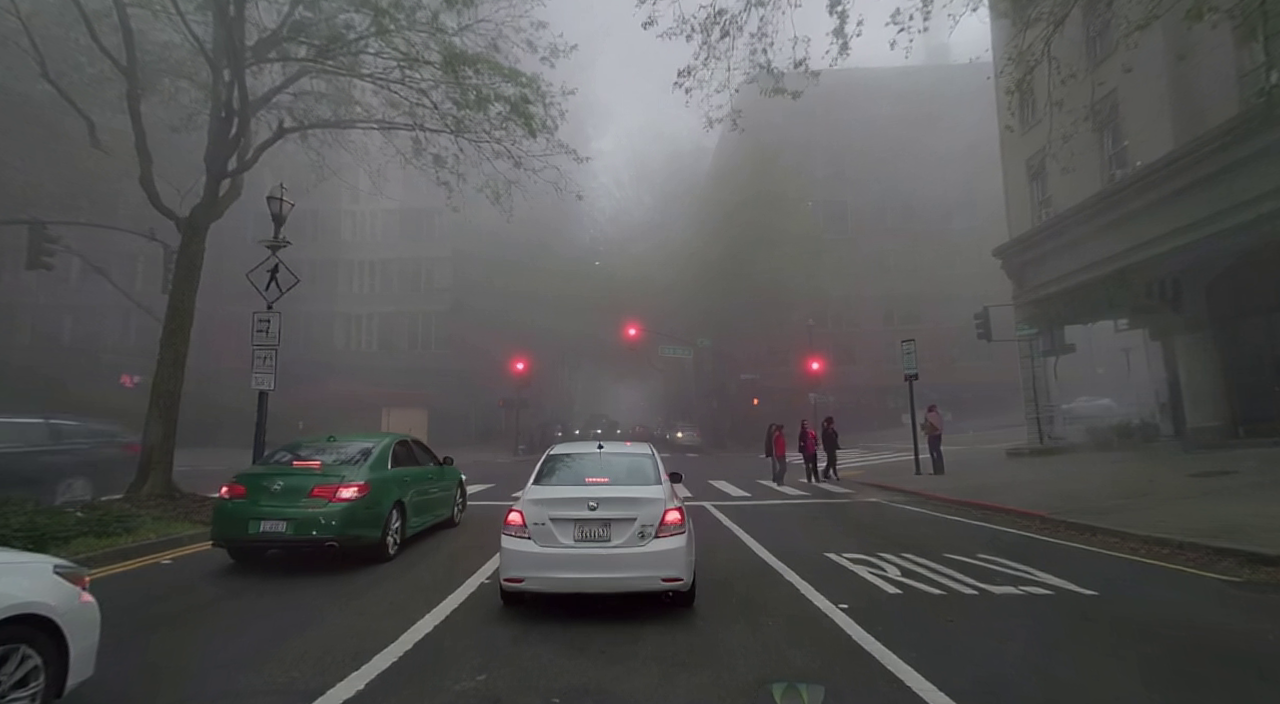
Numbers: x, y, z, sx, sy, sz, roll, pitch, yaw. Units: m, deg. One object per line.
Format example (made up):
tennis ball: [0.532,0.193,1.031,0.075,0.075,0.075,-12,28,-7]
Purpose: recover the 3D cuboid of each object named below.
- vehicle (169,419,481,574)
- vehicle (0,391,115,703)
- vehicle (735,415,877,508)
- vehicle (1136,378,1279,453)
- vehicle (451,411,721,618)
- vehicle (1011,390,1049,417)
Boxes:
vehicle: [-3.685,1.758,8.486,1.934,1.522,4.287,0,-8,0]
vehicle: [-3.906,0.702,1.189,1.995,1.524,4.438,0,-8,0]
vehicle: [3.338,2.320,13.688,1.958,1.667,4.392,0,-8,2]
vehicle: [21.641,2.359,22.874,5.863,2.493,2.354,2,-9,-12]
vehicle: [-0.416,1.501,6.724,1.999,1.520,3.896,0,-8,0]
vehicle: [30.040,4.009,48.577,1.979,1.769,4.657,-6,-10,35]
